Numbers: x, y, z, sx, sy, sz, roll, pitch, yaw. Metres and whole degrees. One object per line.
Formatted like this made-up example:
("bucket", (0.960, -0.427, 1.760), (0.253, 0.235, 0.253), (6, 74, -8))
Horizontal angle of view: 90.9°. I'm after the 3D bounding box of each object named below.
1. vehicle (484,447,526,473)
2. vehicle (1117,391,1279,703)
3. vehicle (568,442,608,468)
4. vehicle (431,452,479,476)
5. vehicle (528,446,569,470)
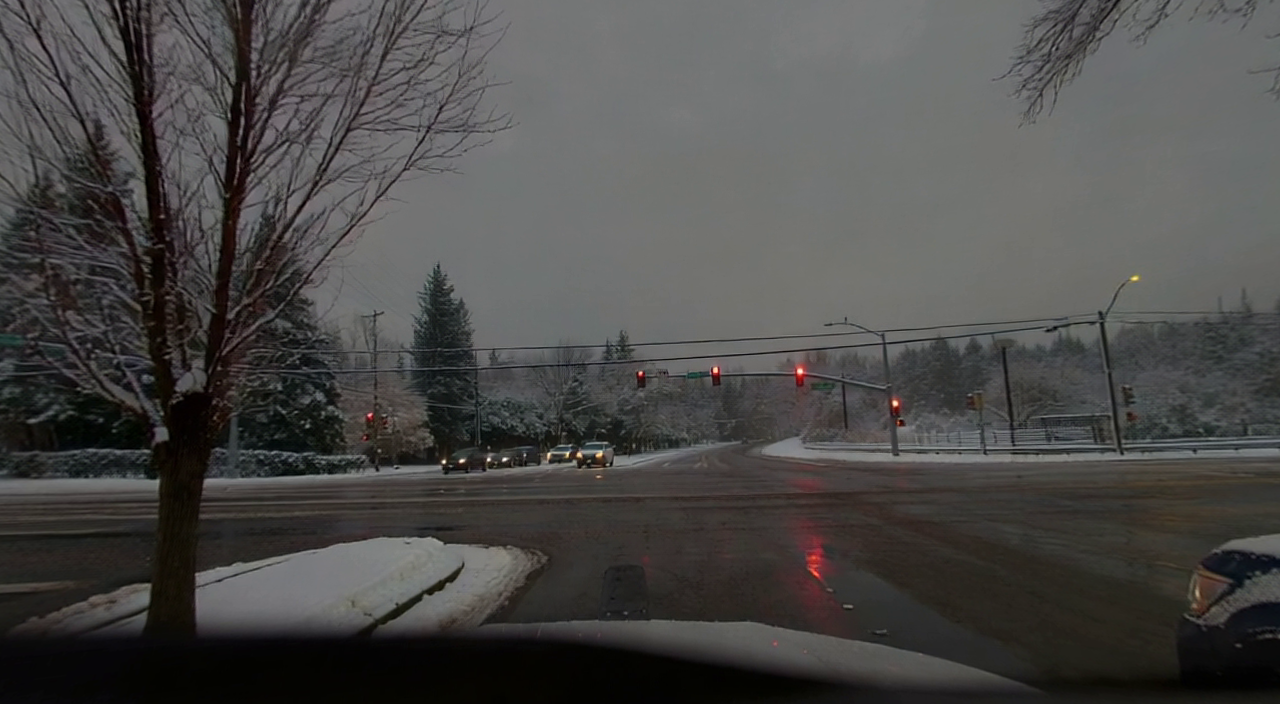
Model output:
("vehicle", (-9.785, 7.836, 45.955), (2.064, 1.725, 4.243), (0, -9, 1))
("vehicle", (3.051, 0.617, 0.419), (1.978, 1.468, 4.544), (0, -9, 2))
("vehicle", (-3.582, 7.210, 44.304), (2.215, 1.732, 4.684), (-1, -9, 2))
("vehicle", (-13.406, 8.148, 45.987), (2.101, 1.637, 4.304), (0, -9, 1))
("vehicle", (-6.551, 7.606, 45.497), (2.126, 1.657, 4.307), (0, -9, 2))
